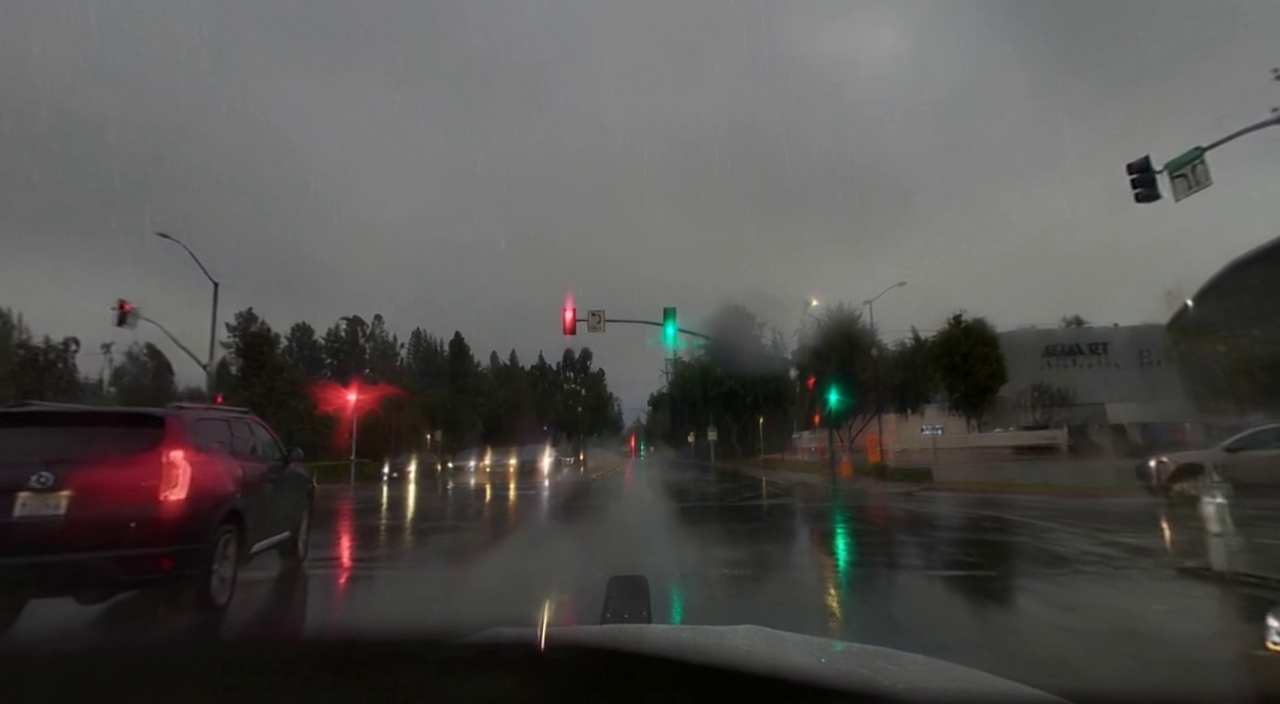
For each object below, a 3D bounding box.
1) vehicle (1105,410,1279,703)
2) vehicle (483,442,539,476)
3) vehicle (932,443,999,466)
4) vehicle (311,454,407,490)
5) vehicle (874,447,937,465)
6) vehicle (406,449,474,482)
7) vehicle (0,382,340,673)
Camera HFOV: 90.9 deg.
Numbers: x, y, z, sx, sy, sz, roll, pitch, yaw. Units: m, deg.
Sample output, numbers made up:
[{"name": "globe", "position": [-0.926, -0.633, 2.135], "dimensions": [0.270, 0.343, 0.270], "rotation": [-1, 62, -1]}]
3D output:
[{"name": "vehicle", "position": [3.541, 0.796, 1.225], "dimensions": [1.966, 1.490, 4.429], "rotation": [0, -8, 1]}, {"name": "vehicle", "position": [-7.167, 5.998, 35.657], "dimensions": [2.081, 1.818, 4.782], "rotation": [0, -8, 1]}, {"name": "vehicle", "position": [21.464, 6.760, 41.608], "dimensions": [3.576, 1.425, 1.702], "rotation": [2, -8, -11]}, {"name": "vehicle", "position": [-13.392, 5.735, 30.413], "dimensions": [2.011, 1.480, 4.747], "rotation": [-1, -8, 7]}, {"name": "vehicle", "position": [20.508, 8.054, 48.815], "dimensions": [4.120, 1.340, 1.654], "rotation": [-1, -8, 4]}, {"name": "vehicle", "position": [-10.636, 6.049, 33.898], "dimensions": [2.041, 1.548, 4.868], "rotation": [0, -8, 0]}, {"name": "vehicle", "position": [-4.613, 1.411, 6.199], "dimensions": [2.000, 1.789, 4.638], "rotation": [2, -9, -13]}]
